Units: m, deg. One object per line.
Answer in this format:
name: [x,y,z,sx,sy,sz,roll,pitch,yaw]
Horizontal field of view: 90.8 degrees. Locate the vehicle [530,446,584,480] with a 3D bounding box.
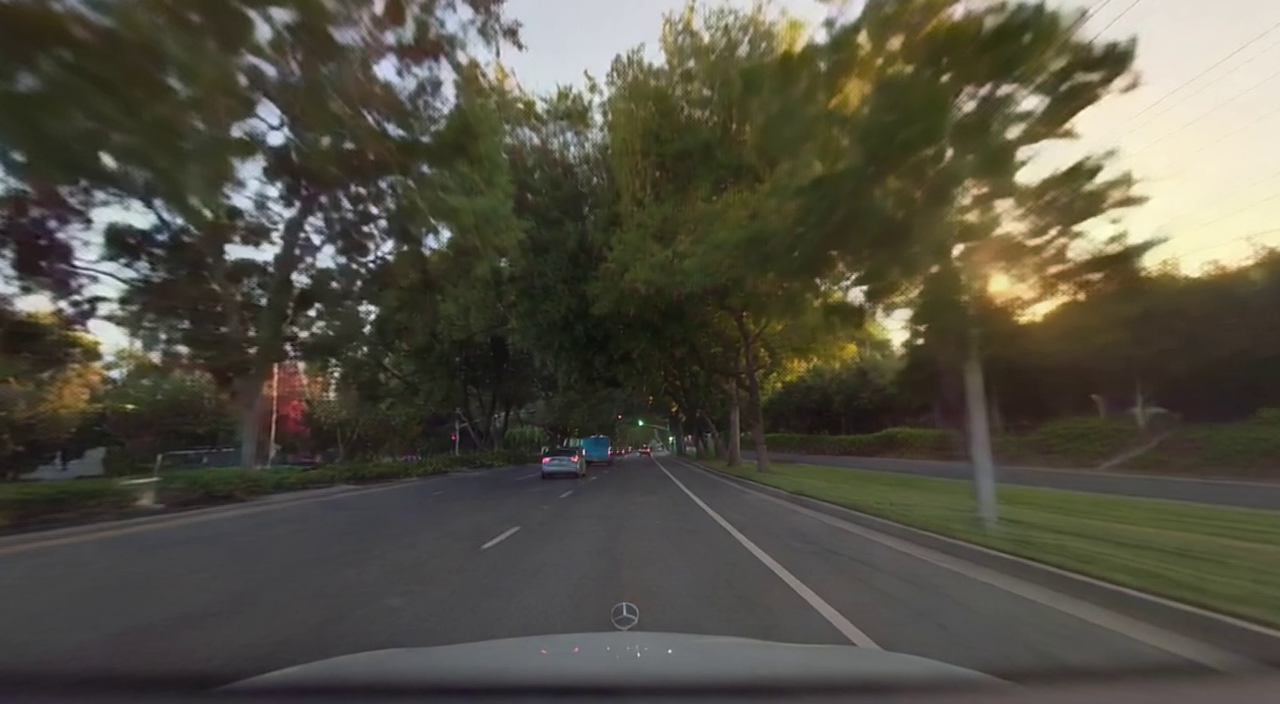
vehicle: [-3.894,5.292,30.264,2.009,1.473,4.028,0,-9,0]
